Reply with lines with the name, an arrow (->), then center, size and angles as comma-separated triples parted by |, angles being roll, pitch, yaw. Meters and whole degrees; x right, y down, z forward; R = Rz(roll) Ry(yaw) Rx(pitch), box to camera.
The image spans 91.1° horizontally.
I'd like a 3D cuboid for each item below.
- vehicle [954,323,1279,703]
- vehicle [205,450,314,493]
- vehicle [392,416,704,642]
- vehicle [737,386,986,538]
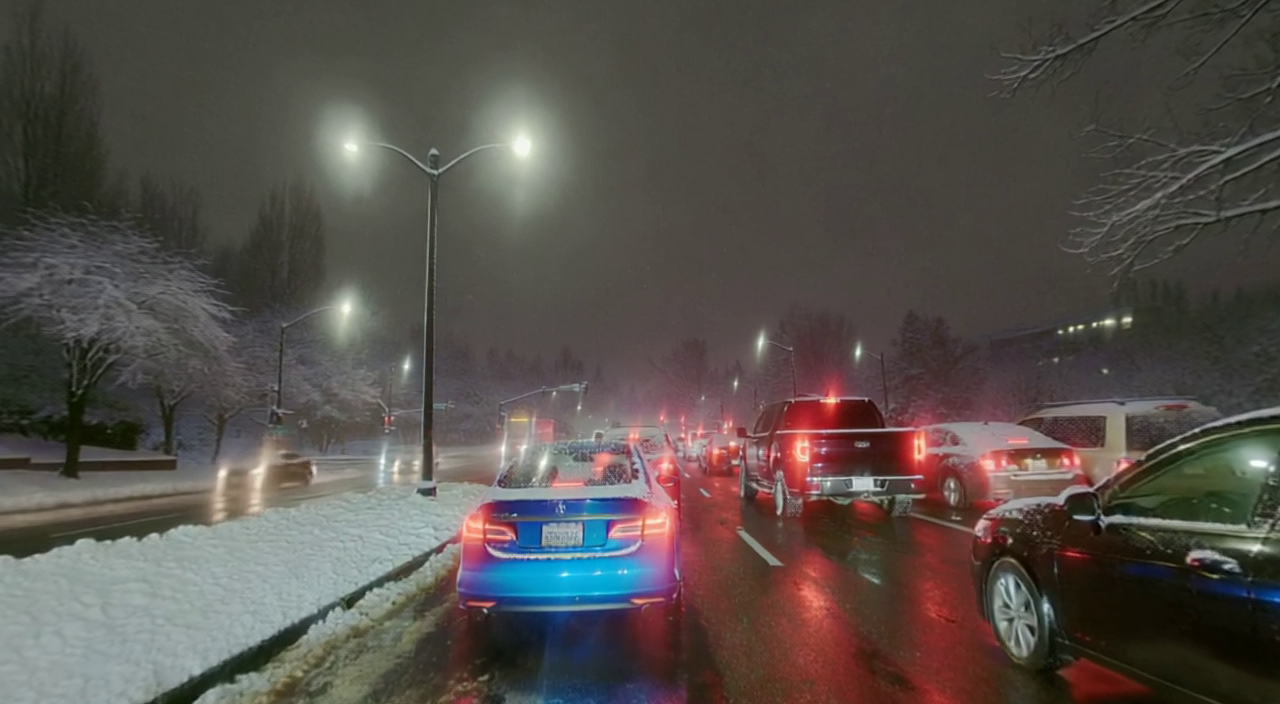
vehicle -> 3.167, 0.757, 2.074 | 1.982, 1.709, 4.427 | 0, -9, 1
vehicle -> -16.165, 5.074, 26.997 | 2.000, 1.656, 4.160 | 0, -8, 1
vehicle -> -0.565, 1.500, 6.328 | 2.111, 1.506, 4.018 | 0, -8, 2
vehicle -> 3.533, 1.956, 11.687 | 2.444, 2.098, 5.766 | 0, -9, -1
